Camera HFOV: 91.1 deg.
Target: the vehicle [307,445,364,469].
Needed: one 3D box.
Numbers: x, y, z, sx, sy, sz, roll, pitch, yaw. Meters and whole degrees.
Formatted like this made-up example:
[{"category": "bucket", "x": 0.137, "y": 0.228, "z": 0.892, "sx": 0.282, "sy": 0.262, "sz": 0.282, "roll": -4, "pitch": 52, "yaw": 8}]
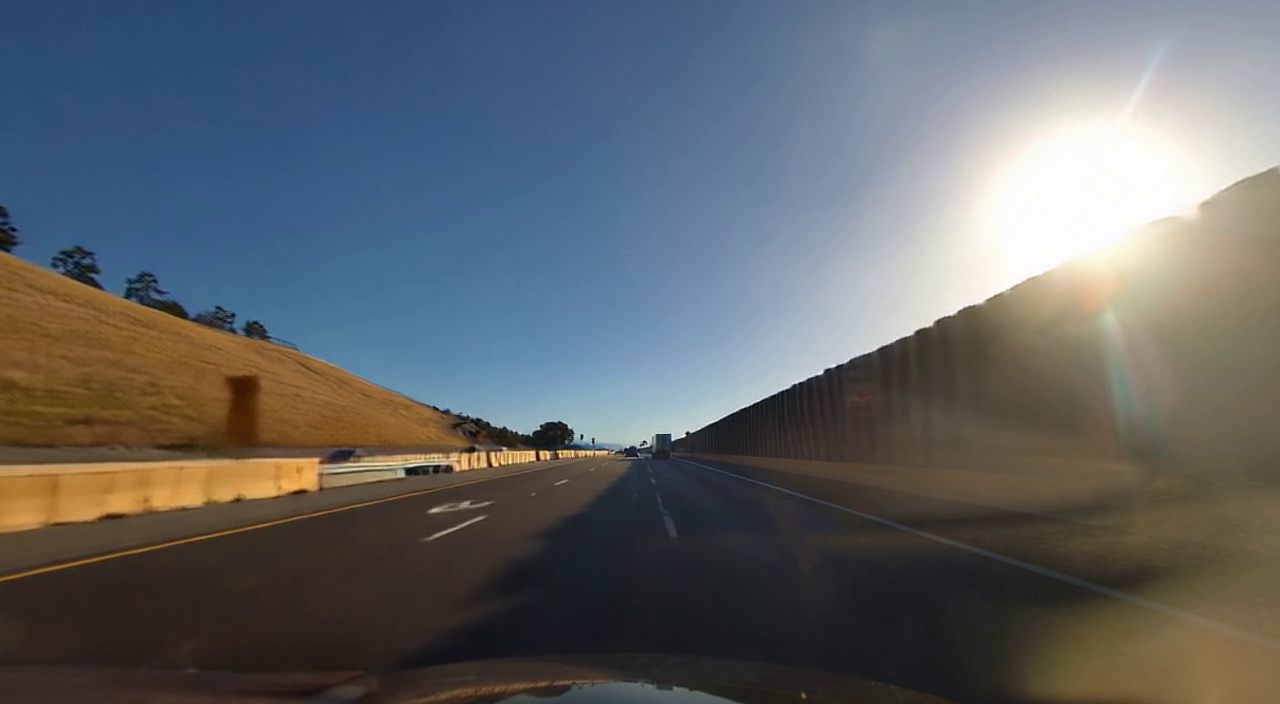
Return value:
[{"category": "vehicle", "x": -20.327, "y": 7.029, "z": 42.126, "sx": 1.802, "sy": 1.476, "sz": 4.083, "roll": 0, "pitch": -9, "yaw": 0}]
